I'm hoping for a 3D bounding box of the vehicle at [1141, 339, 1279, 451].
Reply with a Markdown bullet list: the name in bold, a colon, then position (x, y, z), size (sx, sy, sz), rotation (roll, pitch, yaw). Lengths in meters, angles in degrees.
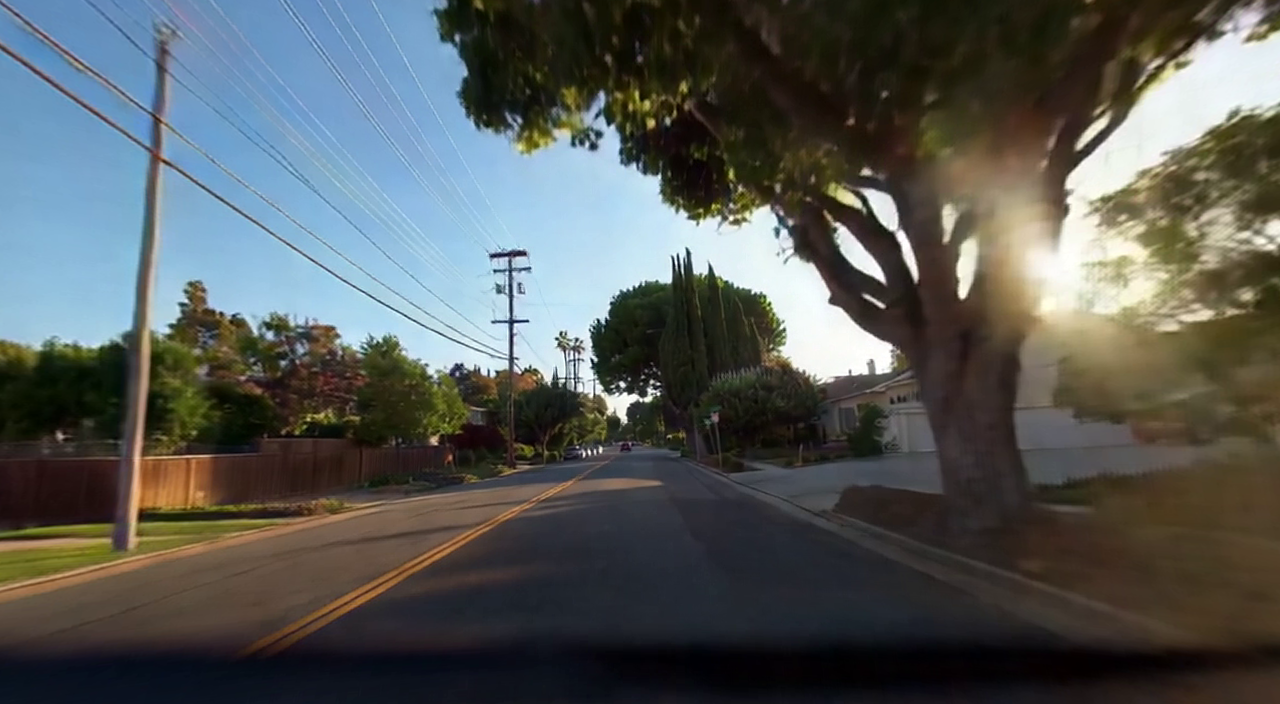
- **vehicle**: position (21.436, 1.614, 21.807), size (2.918, 3.393, 7.033), rotation (-3, -9, 7)
